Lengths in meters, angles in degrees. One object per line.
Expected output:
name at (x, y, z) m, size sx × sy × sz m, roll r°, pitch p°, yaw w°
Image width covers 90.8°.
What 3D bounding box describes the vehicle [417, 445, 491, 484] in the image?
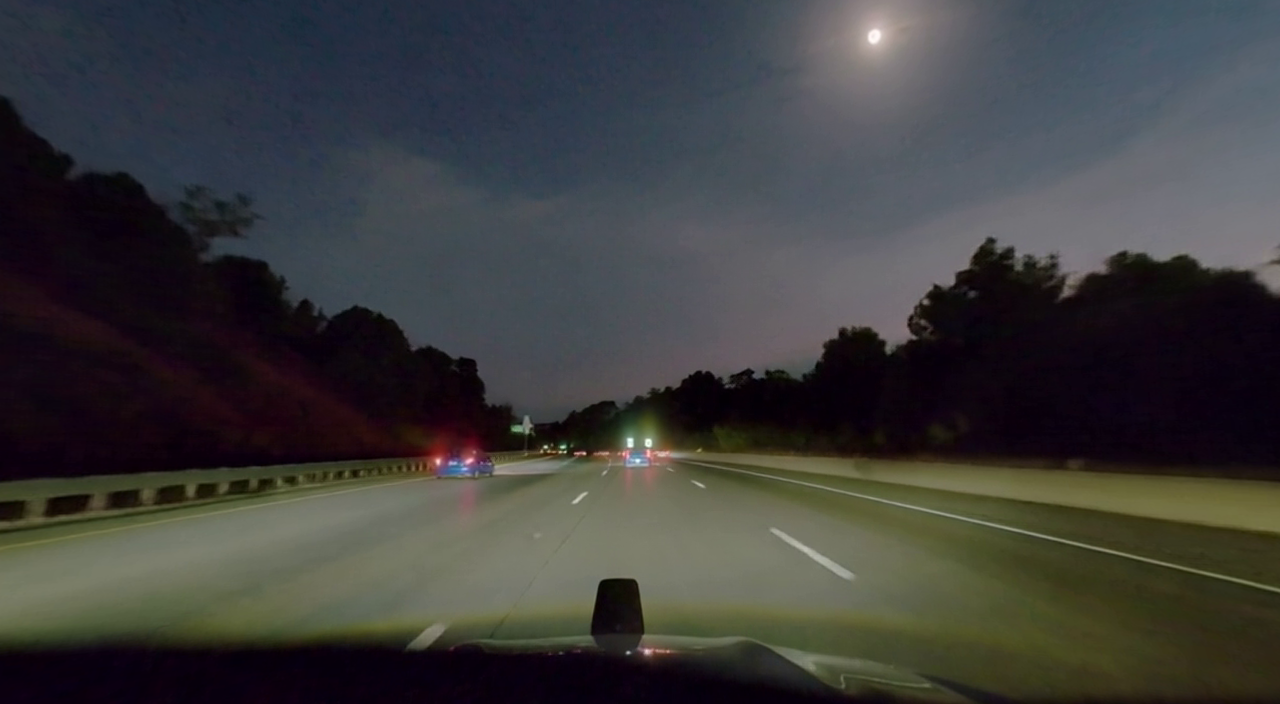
vehicle at (-7.641, 4.635, 26.355) m, size 1.915 × 1.479 × 3.843 m, roll 0°, pitch -9°, yaw 0°
